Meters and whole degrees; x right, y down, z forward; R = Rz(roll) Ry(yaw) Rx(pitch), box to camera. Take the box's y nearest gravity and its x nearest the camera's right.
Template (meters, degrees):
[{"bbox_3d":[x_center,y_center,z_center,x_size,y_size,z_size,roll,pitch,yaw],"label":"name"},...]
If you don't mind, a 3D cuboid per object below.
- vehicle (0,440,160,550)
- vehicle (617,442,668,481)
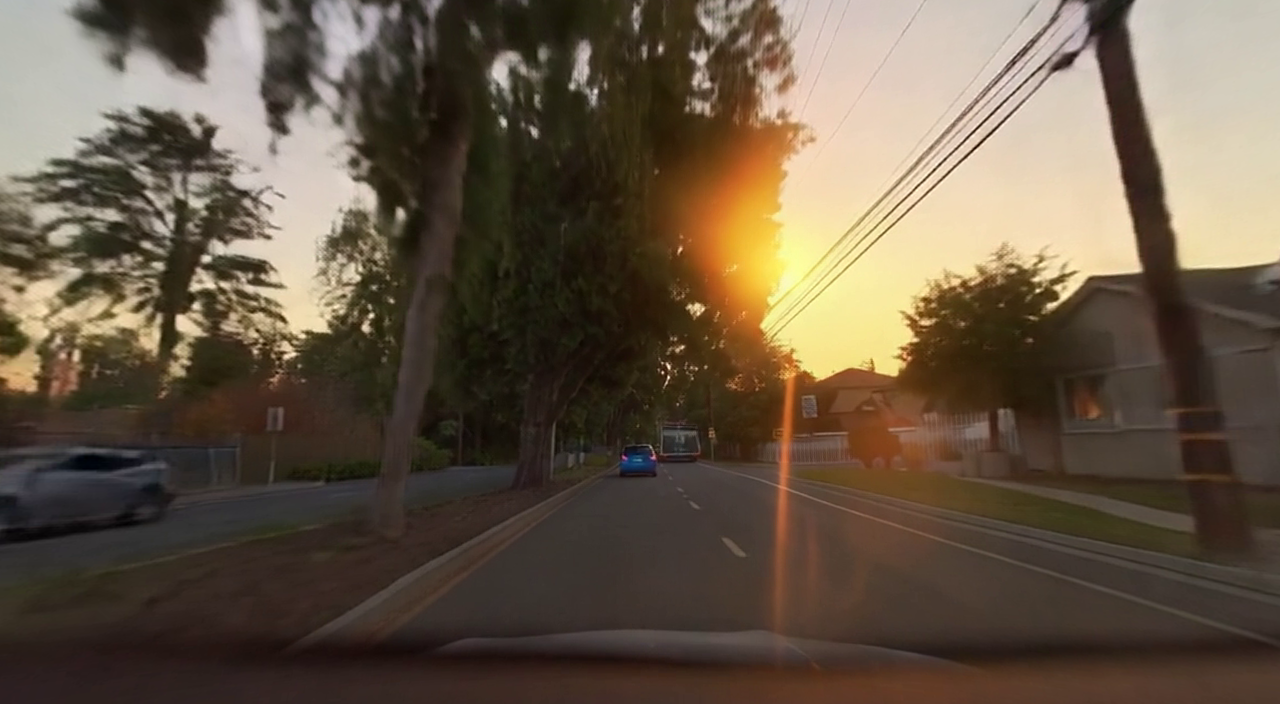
[{"bbox_3d":[-11.449,2.492,11.371,1.951,1.795,4.579,0,-9,0],"label":"vehicle"},{"bbox_3d":[0.077,4.643,27.091,2.018,1.511,3.993,0,-9,0],"label":"vehicle"}]
